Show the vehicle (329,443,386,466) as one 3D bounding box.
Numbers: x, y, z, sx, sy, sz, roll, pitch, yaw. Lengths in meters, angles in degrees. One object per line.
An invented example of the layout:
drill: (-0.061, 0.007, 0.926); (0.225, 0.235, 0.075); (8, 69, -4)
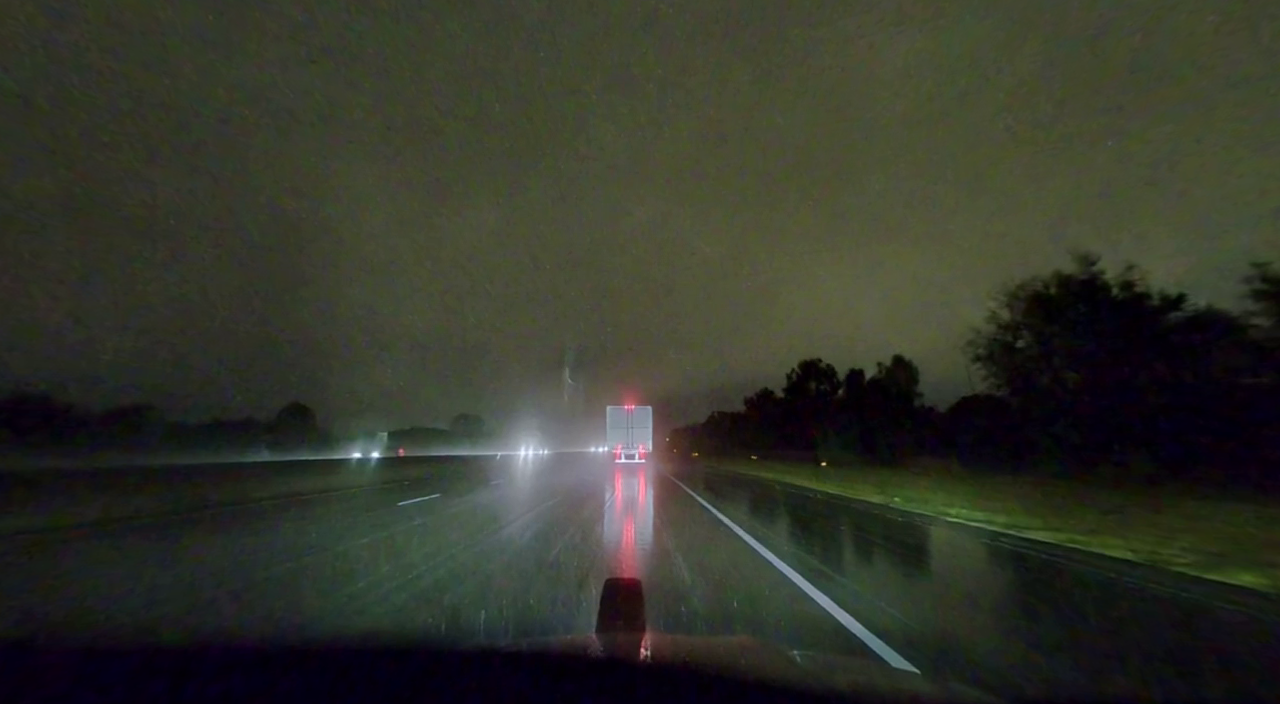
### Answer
vehicle: (-19.967, 7.270, 44.806); (1.968, 1.556, 4.775); (0, -9, -1)
